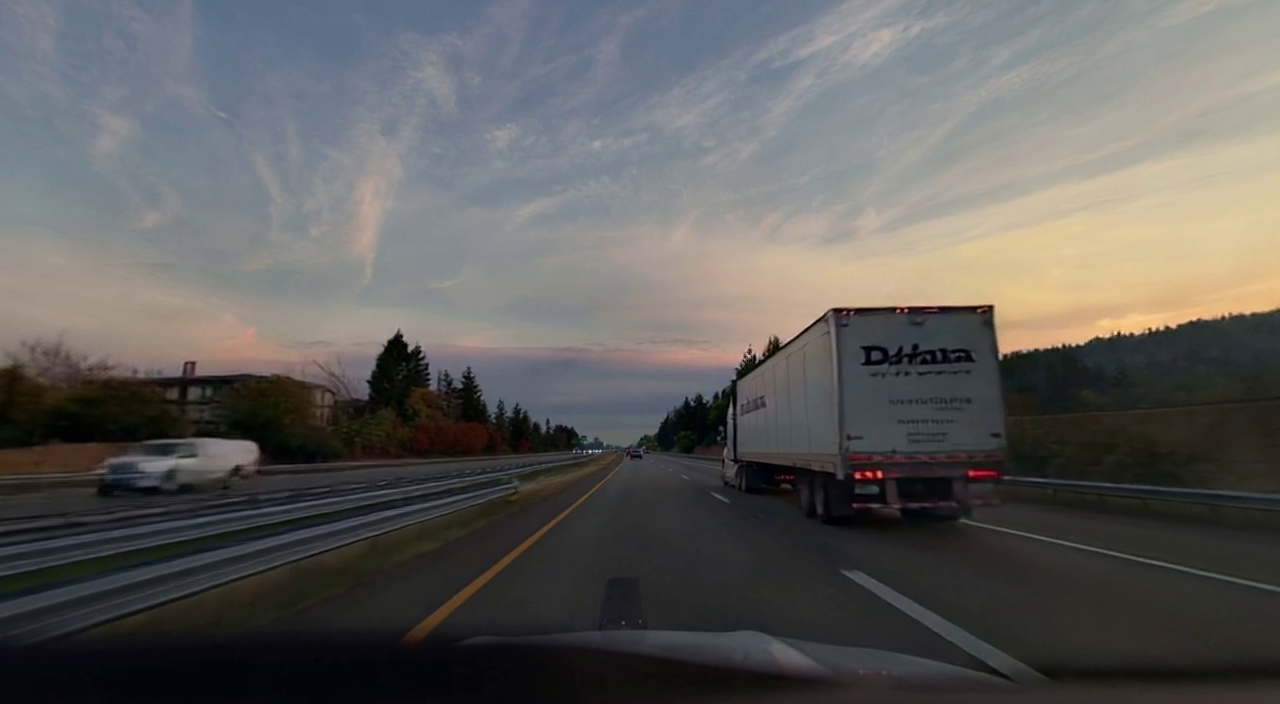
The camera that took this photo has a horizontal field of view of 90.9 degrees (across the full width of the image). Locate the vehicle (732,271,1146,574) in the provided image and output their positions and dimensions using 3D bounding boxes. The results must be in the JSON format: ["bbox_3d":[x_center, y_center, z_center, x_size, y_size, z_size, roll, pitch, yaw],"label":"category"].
[{"bbox_3d":[4.157,1.636,12.916,2.876,3.419,11.591,0,-9,0],"label":"vehicle"}]
